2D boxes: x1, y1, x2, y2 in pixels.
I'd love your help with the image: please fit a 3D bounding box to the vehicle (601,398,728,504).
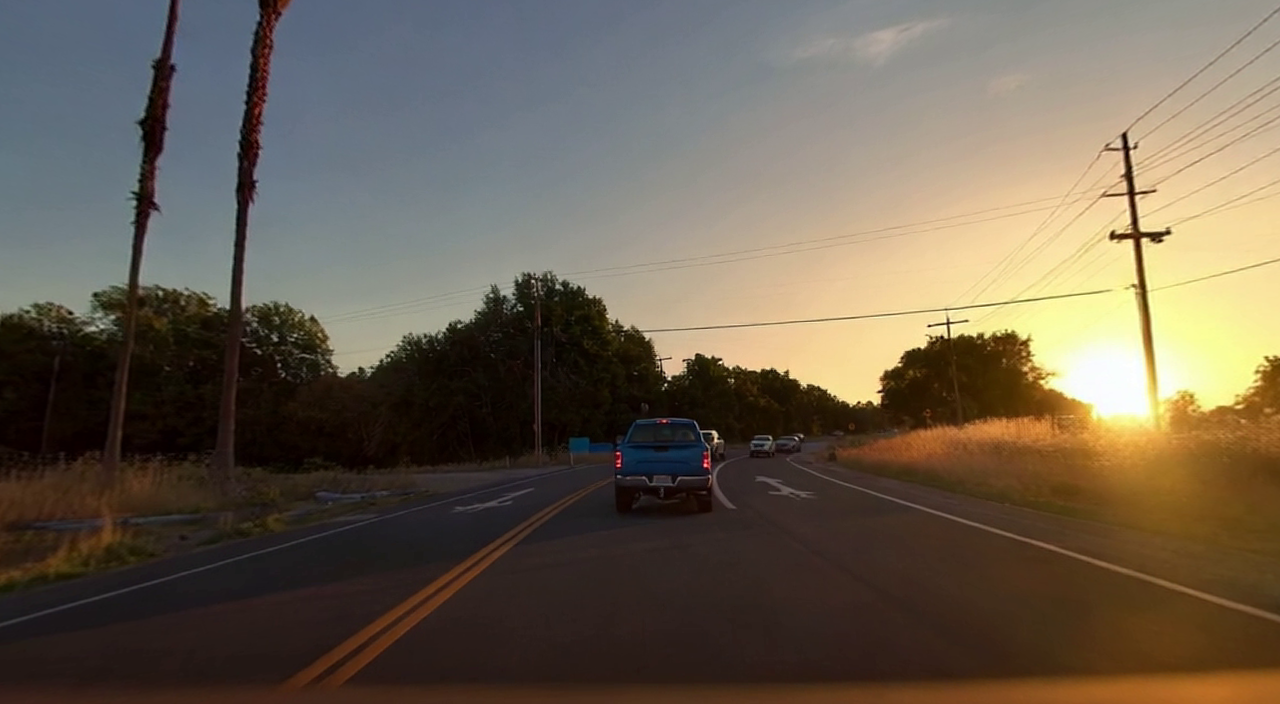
[{"bbox_3d":[0.663,2.529,16.398,2.693,2.223,5.885,-1,-8,3],"label":"vehicle"}]
